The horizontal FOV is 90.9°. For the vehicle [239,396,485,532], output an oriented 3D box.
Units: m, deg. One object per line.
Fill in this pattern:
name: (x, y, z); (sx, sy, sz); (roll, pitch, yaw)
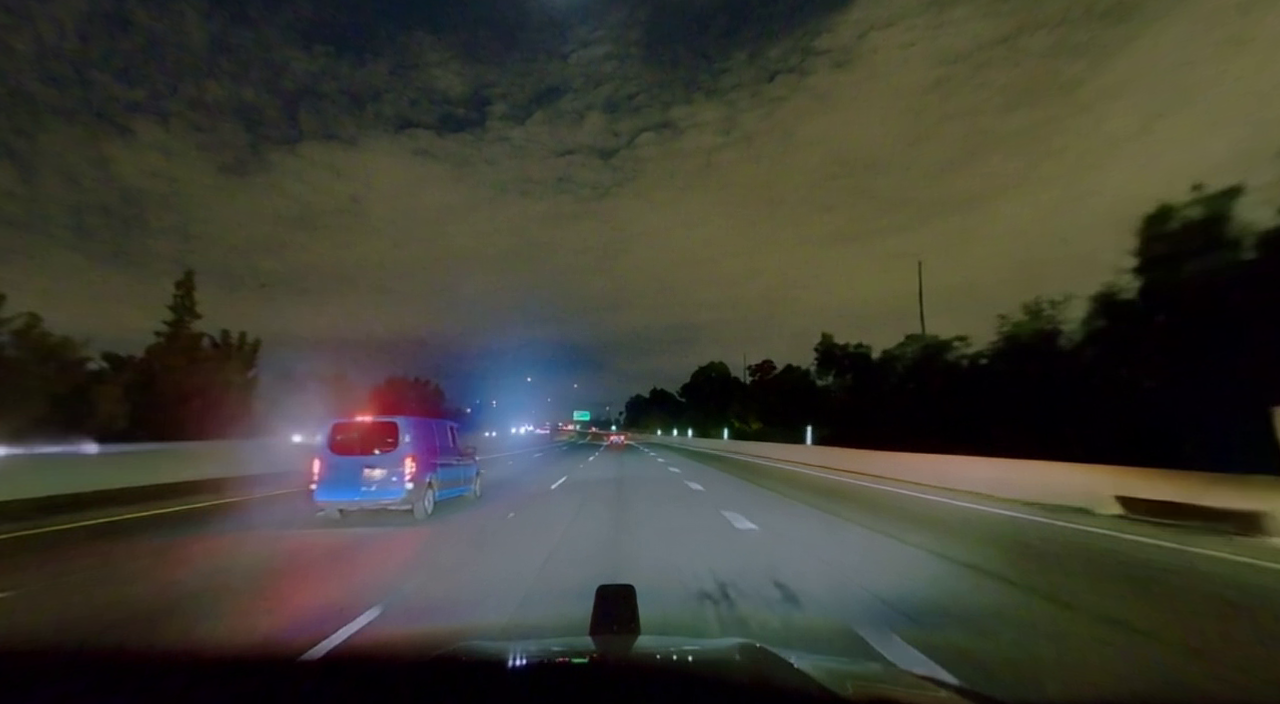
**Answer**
vehicle: (-4.358, 1.833, 10.991); (2.219, 1.827, 4.738); (0, -7, -2)
